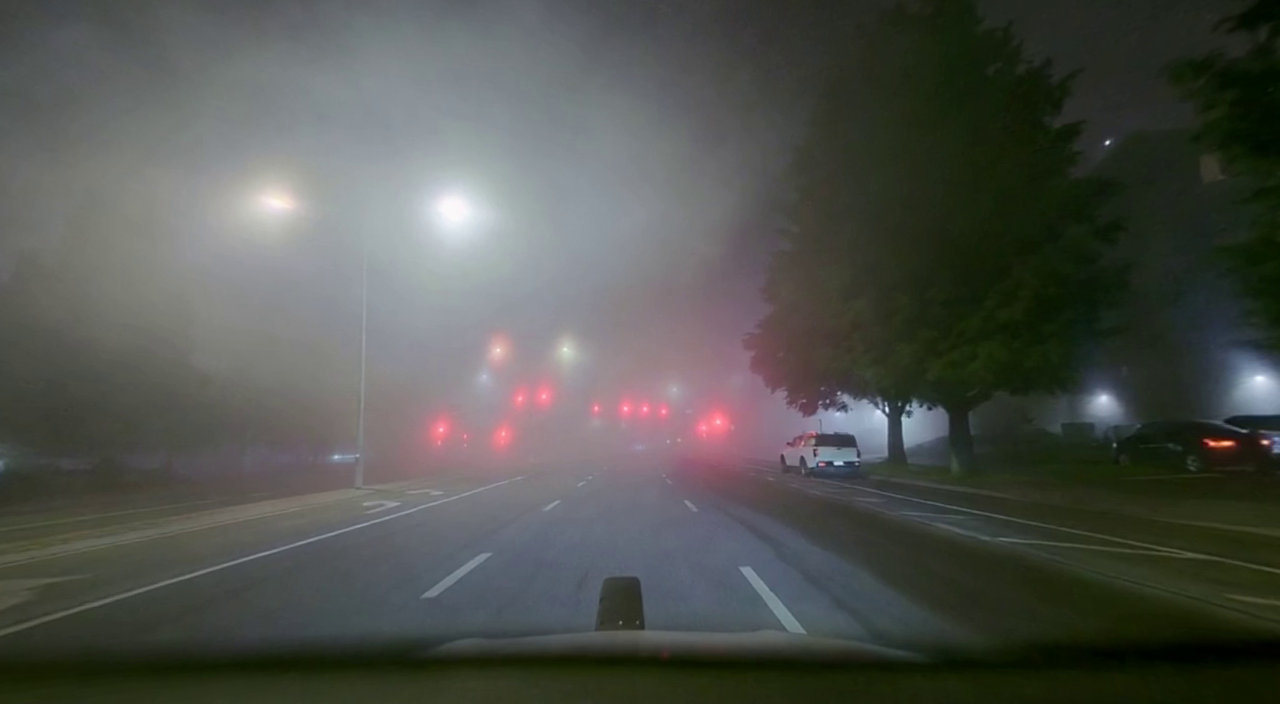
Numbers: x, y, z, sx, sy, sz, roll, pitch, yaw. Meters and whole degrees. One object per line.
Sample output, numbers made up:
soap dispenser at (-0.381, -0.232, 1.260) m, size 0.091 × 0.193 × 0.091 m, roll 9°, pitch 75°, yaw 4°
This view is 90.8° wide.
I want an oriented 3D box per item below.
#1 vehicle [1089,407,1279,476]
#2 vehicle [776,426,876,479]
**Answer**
vehicle at (17.275, 2.840, 19.953) m, size 2.295 × 1.874 × 5.096 m, roll 0°, pitch -9°, yaw -2°
vehicle at (7.374, 4.075, 25.811) m, size 2.234 × 1.880 × 5.812 m, roll 0°, pitch -9°, yaw -1°
